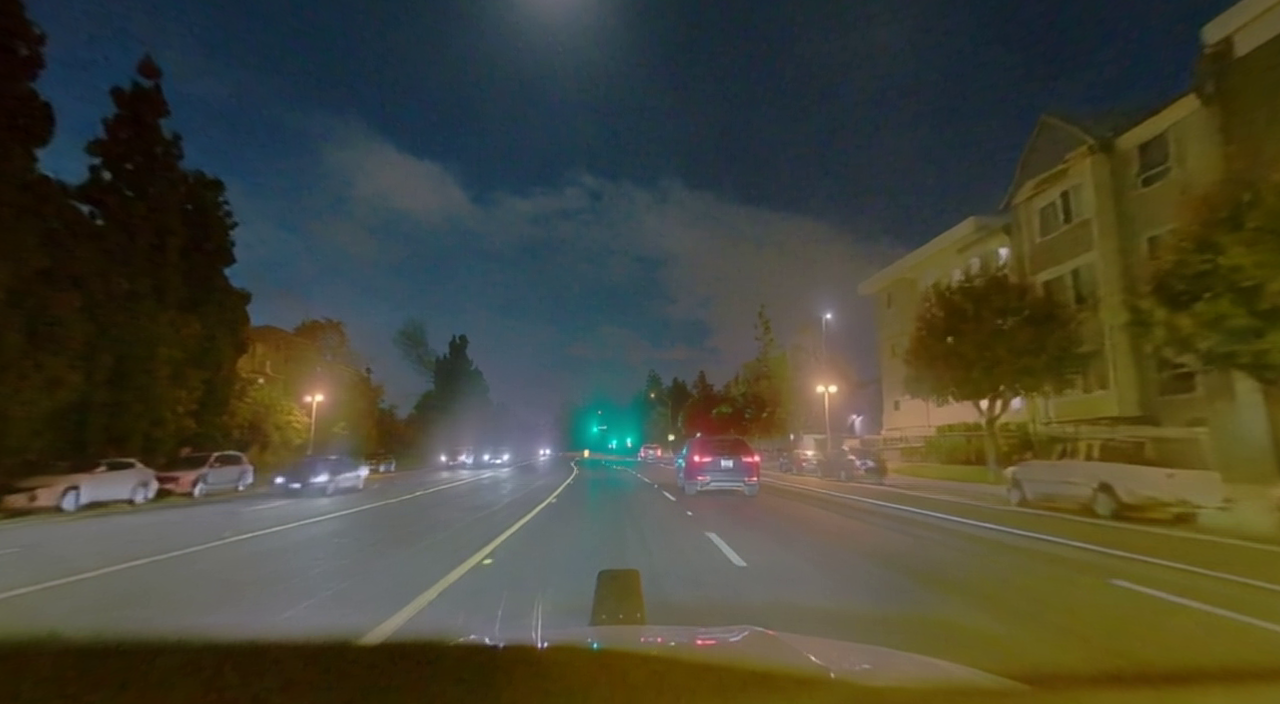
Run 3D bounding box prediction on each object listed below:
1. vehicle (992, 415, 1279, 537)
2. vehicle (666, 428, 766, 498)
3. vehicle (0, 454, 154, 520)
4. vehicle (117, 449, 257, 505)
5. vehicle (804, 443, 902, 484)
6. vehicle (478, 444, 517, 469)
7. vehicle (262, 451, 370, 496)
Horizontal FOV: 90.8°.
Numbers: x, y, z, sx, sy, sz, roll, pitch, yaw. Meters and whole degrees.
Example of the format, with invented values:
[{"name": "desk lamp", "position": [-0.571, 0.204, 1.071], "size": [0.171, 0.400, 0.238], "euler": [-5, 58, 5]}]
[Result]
[{"name": "vehicle", "position": [9.391, 2.264, 12.256], "size": [2.052, 1.853, 4.886], "euler": [0, -8, -3]}, {"name": "vehicle", "position": [2.065, 3.198, 18.674], "size": [2.085, 1.763, 4.490], "euler": [0, -8, -4]}, {"name": "vehicle", "position": [-18.067, 4.145, 19.970], "size": [1.871, 1.712, 4.710], "euler": [0, -8, -4]}, {"name": "vehicle", "position": [-18.227, 4.992, 25.839], "size": [2.182, 1.840, 5.105], "euler": [-2, -7, -3]}, {"name": "vehicle", "position": [8.598, 4.514, 26.077], "size": [1.936, 1.485, 5.111], "euler": [0, -8, -4]}, {"name": "vehicle", "position": [-10.279, 7.546, 45.857], "size": [2.033, 1.685, 4.420], "euler": [0, -8, -4]}, {"name": "vehicle", "position": [-12.176, 4.536, 24.102], "size": [1.895, 1.458, 4.512], "euler": [0, -8, -3]}]
